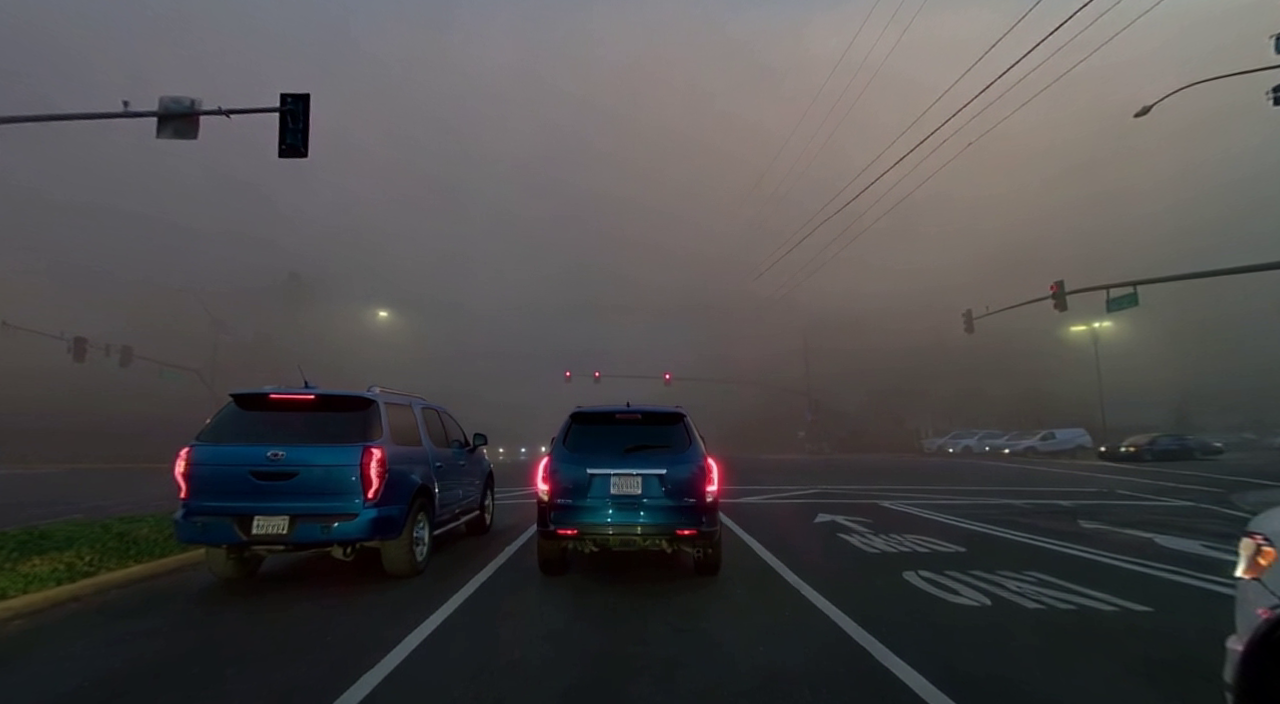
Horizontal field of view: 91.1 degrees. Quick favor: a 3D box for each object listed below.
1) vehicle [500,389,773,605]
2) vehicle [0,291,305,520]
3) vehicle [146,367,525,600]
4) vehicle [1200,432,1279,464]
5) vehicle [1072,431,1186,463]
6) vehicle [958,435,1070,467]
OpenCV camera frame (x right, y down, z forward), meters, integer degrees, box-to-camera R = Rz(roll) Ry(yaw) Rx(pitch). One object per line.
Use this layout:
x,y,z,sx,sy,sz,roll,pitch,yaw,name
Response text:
-0.067,1.520,7.516,2.204,1.738,4.690,0,-8,-1,vehicle
-12.743,1.650,15.860,3.048,3.927,10.755,0,-8,-3,vehicle
-2.974,1.441,7.716,2.220,1.926,4.870,0,-8,-1,vehicle
35.859,5.570,36.432,4.714,1.754,2.041,0,-8,-2,vehicle
27.921,5.464,35.971,4.849,1.759,2.041,0,-8,-3,vehicle
19.296,5.107,32.516,4.624,1.601,1.871,0,-8,-3,vehicle
